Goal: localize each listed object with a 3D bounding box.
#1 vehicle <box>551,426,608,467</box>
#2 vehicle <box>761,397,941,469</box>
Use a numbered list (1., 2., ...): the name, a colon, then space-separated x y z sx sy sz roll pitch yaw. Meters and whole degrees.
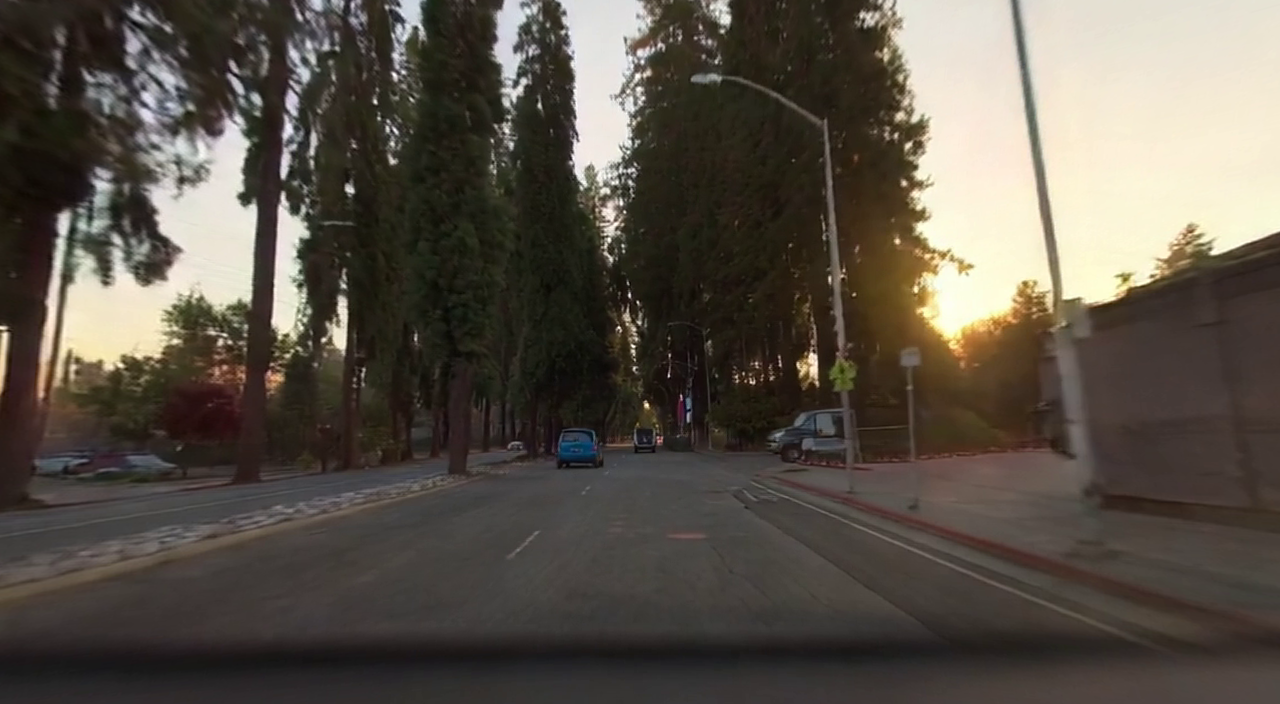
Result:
1. vehicle: -2.928 4.722 31.396 2.281 1.837 4.845 0 -8 1
2. vehicle: 9.274 3.649 28.531 7.177 2.935 3.132 0 -7 6
